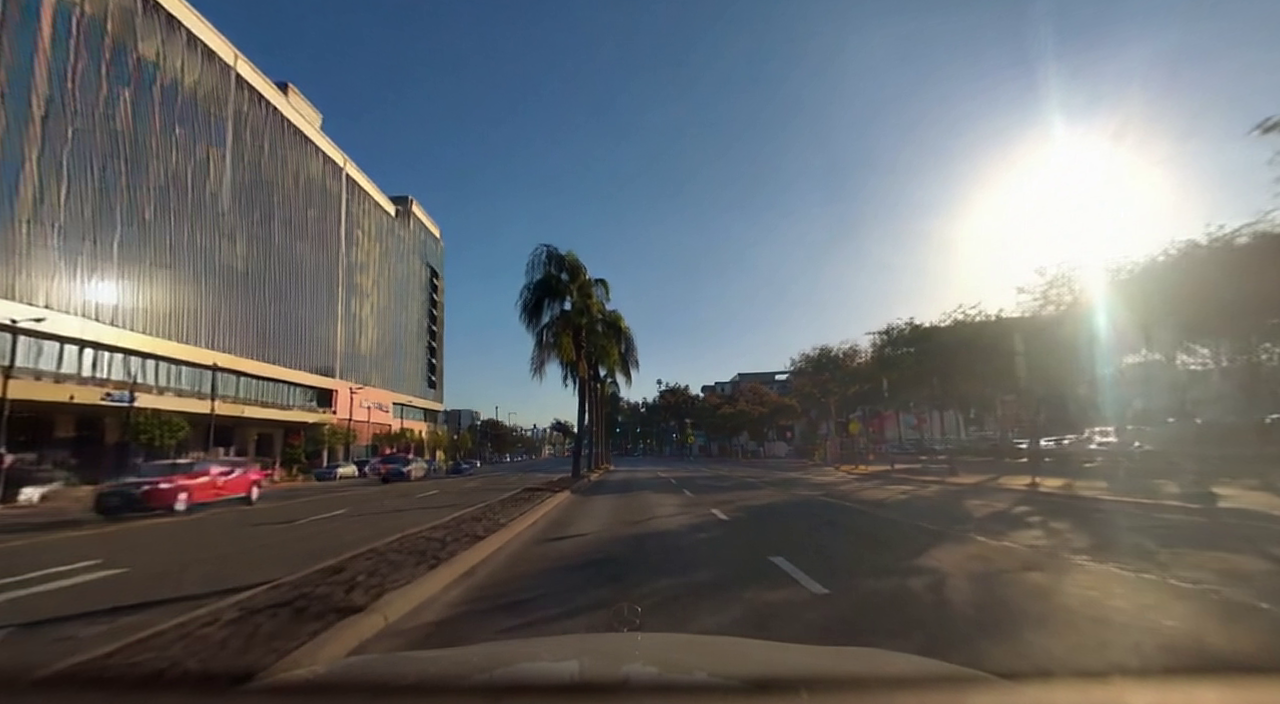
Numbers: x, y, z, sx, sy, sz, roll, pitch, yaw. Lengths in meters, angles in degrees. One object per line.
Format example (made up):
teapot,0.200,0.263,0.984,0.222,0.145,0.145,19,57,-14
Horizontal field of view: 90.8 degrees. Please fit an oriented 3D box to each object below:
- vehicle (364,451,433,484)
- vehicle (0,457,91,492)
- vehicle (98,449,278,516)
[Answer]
vehicle,-13.039,6.236,34.396,2.036,1.590,4.495,0,-8,-1
vehicle,-32.200,6.498,33.458,4.245,1.642,2.013,-2,-9,-3
vehicle,-12.843,3.678,18.432,1.923,1.641,4.551,0,-8,-1
